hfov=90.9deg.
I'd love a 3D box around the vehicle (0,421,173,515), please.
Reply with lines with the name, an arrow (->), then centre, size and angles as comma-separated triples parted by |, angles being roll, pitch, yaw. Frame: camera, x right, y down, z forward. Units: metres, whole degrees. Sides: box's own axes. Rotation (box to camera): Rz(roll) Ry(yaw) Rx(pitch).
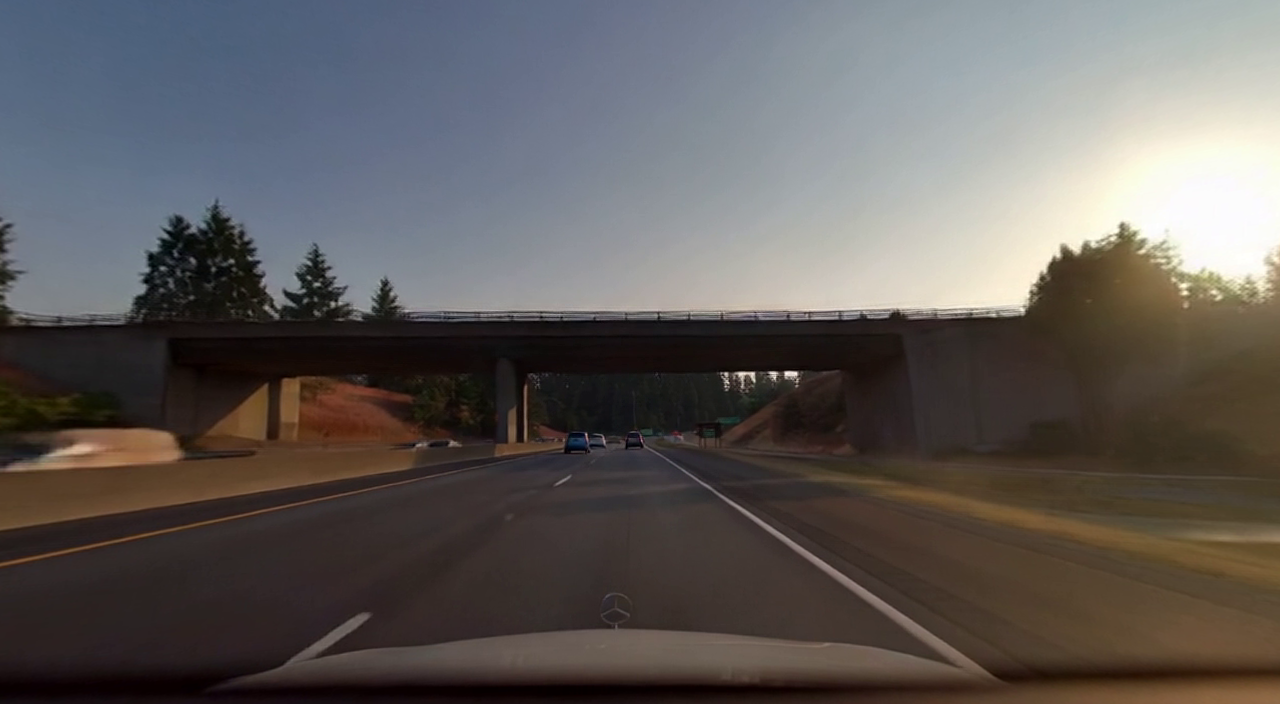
vehicle -> -12.575, 2.346, 13.122 | 1.877, 1.696, 5.004 | 0, -8, -1

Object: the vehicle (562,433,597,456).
vehicle -> -4.268, 6.607, 45.156 | 2.169, 1.588, 4.264 | 0, -8, 0

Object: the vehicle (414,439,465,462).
vehicle -> -13.297, 6.566, 42.021 | 2.062, 1.437, 4.002 | 0, -8, 0
